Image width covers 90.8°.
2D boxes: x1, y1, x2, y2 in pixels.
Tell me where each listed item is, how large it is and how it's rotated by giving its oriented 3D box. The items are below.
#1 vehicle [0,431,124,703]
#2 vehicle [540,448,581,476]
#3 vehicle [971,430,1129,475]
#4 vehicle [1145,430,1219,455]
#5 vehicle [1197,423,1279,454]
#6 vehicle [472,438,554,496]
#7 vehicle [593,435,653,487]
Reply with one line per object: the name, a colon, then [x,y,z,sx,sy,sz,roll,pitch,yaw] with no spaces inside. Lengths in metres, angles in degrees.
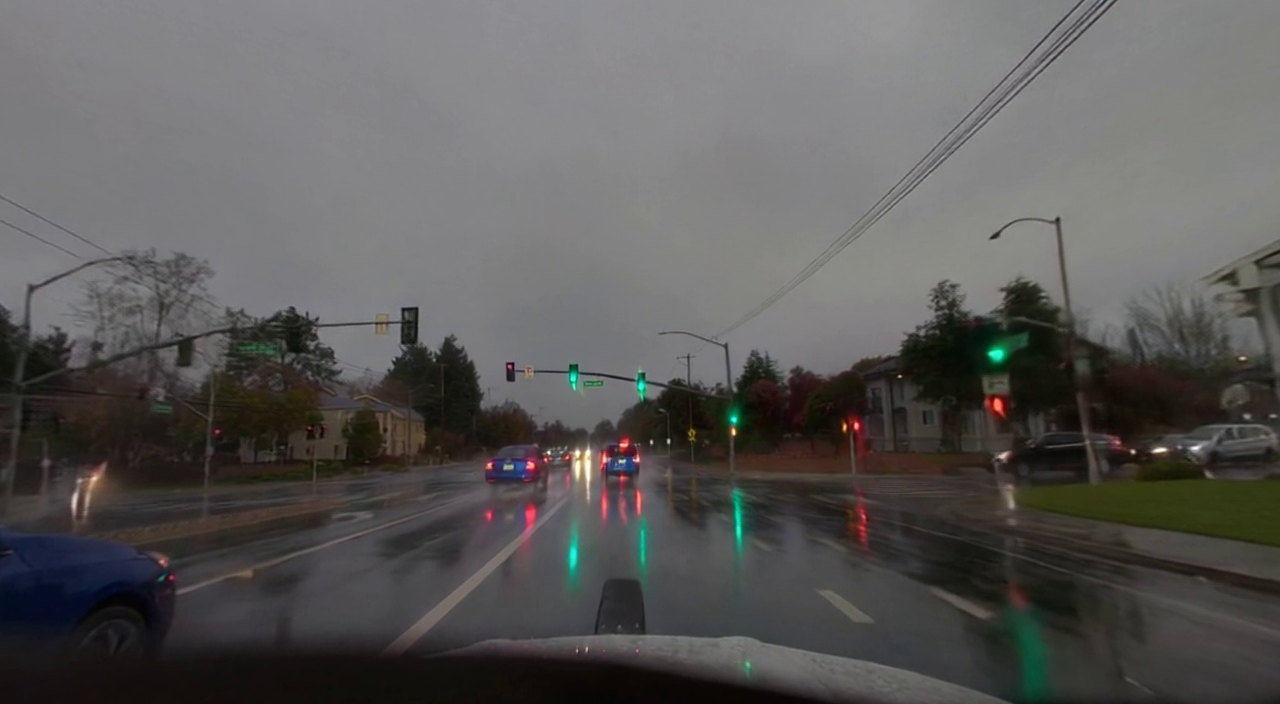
vehicle: [-3.192,0.720,0.432,1.901,1.409,4.442,0,-9,0]
vehicle: [-4.435,6.182,35.628,1.863,1.449,4.153,0,-9,-1]
vehicle: [18.951,4.672,29.519,5.652,1.990,2.190,-2,-9,12]
vehicle: [32.391,5.424,37.871,1.754,1.414,3.590,-2,-9,11]
vehicle: [35.318,5.137,37.257,1.901,1.712,3.920,-3,-9,14]
vehicle: [-4.047,3.731,20.845,1.899,1.685,4.121,0,-9,-1]
vehicle: [-0.687,4.244,24.878,2.155,1.836,4.250,0,-9,-2]
